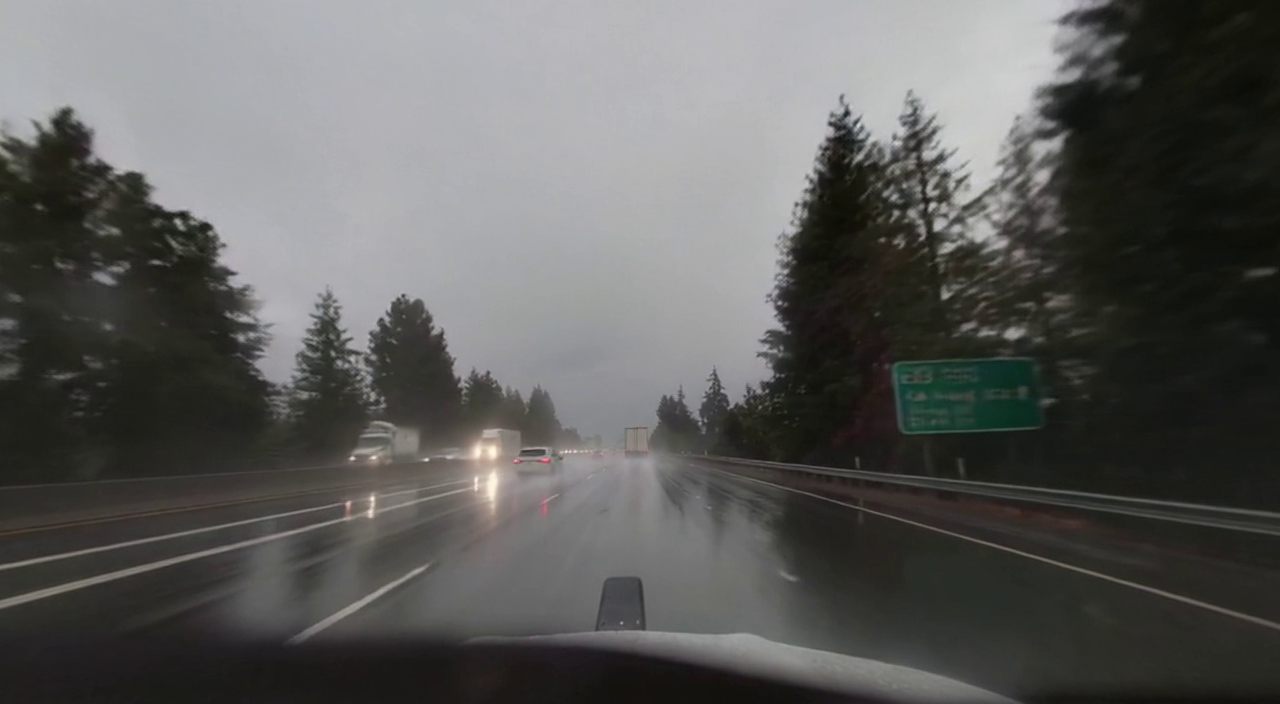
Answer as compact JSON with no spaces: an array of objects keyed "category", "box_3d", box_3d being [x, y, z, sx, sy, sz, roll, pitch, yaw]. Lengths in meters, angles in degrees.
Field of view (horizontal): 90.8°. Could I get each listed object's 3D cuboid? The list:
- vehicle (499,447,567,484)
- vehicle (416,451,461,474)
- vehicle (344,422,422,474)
[{"category":"vehicle","box_3d":[-4.456,4.799,26.977,2.106,1.445,4.404,0,-9,0]},{"category":"vehicle","box_3d":[-13.681,7.502,43.104,1.764,1.486,3.947,0,-9,0]},{"category":"vehicle","box_3d":[-18.333,6.922,45.564,2.744,3.453,6.712,0,-9,0]}]
